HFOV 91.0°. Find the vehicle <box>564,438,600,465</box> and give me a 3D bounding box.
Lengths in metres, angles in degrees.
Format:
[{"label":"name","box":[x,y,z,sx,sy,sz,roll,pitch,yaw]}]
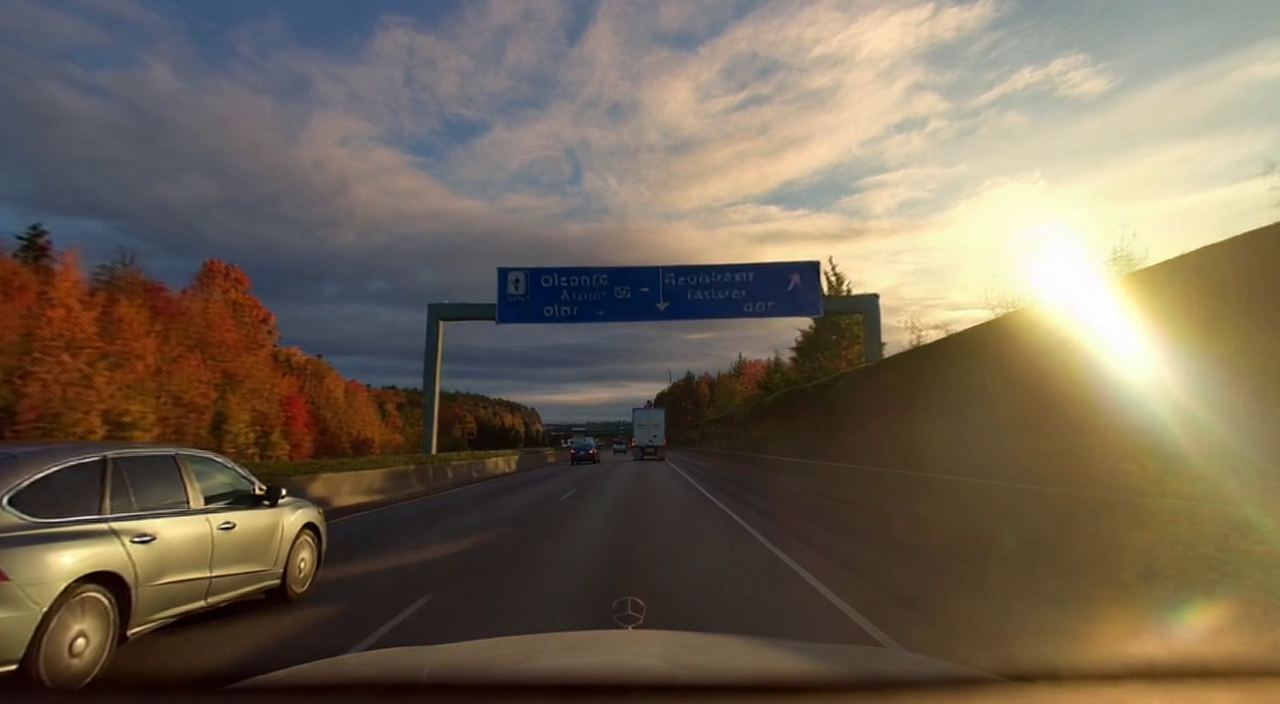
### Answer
[{"label":"vehicle","box":[-3.536,6.186,39.209,1.927,1.556,3.921,0,-8,-1]}]
